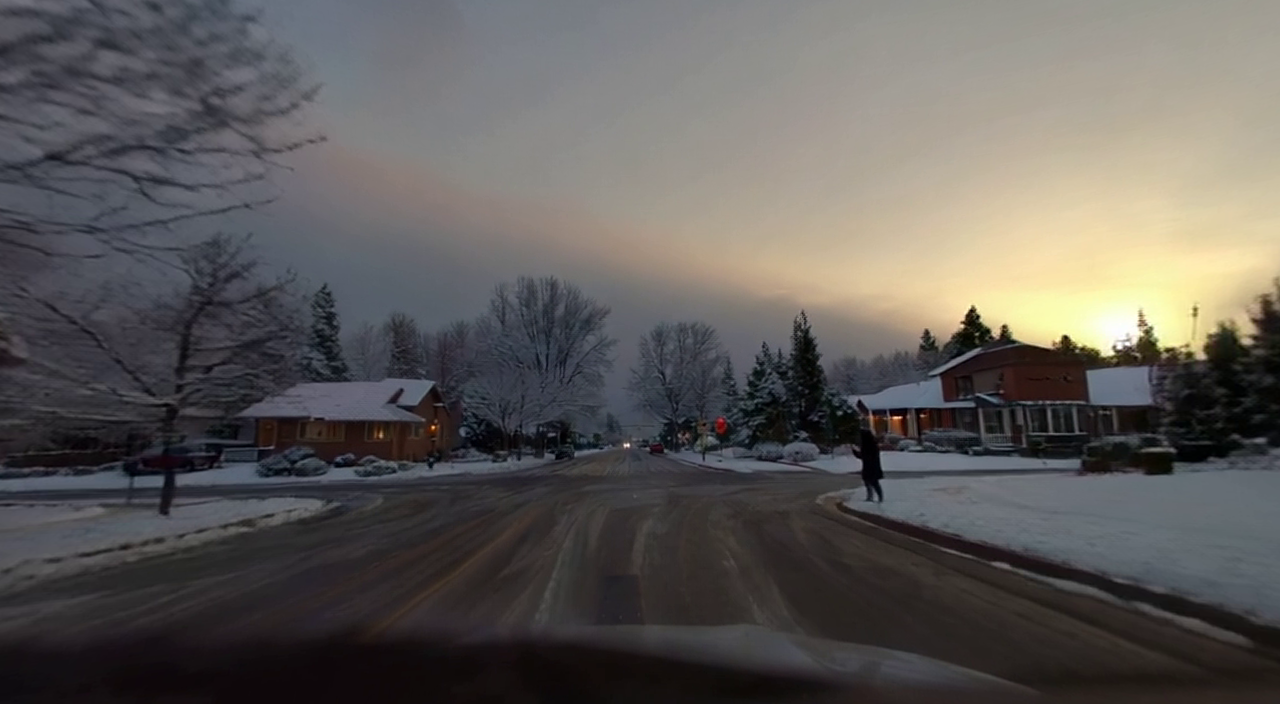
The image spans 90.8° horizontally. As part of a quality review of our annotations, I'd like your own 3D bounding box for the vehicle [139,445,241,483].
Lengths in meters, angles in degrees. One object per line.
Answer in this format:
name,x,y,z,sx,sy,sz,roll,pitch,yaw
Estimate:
vehicle,-24.990,6.215,35.348,2.004,1.856,4.934,-4,-9,2
